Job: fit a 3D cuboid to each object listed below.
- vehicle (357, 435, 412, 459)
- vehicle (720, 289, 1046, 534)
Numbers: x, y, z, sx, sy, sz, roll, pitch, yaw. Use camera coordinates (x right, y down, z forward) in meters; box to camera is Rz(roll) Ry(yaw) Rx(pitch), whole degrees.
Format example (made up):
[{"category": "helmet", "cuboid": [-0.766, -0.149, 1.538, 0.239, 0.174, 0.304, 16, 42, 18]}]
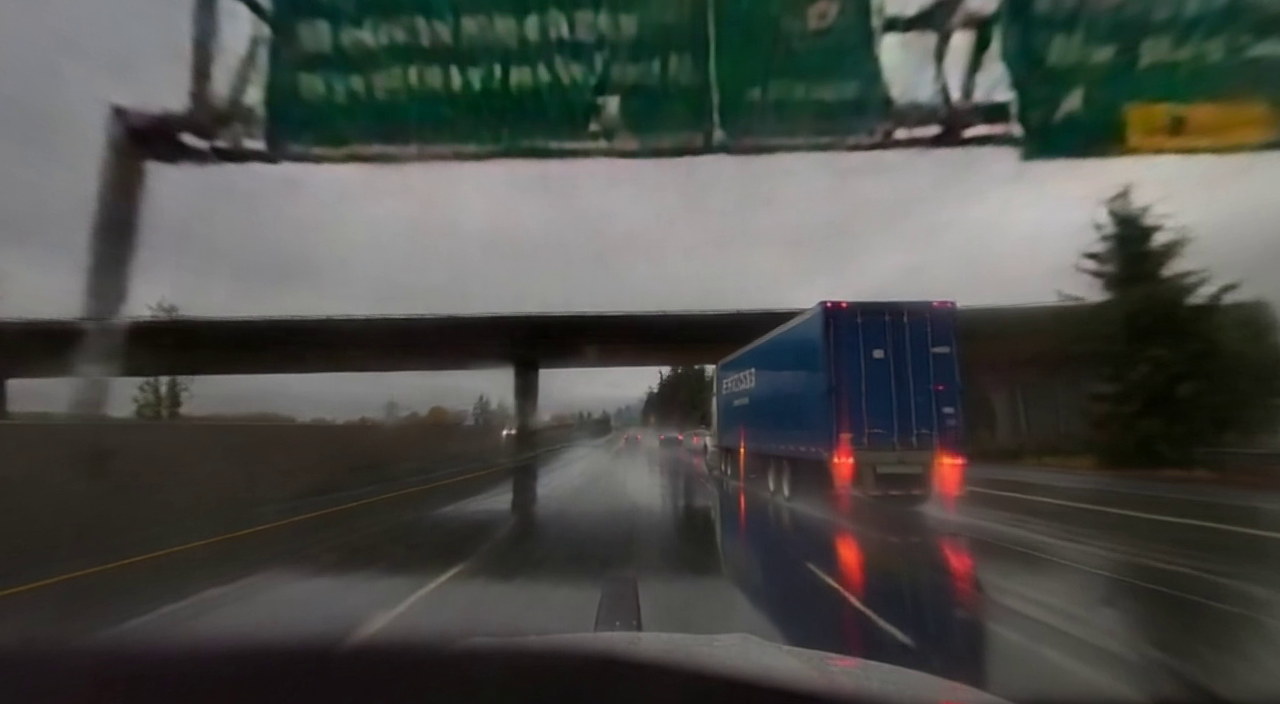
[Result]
[{"category": "vehicle", "cuboid": [-16.532, 6.165, 40.950, 1.870, 1.472, 4.021, 0, -8, 0]}, {"category": "vehicle", "cuboid": [4.018, 1.514, 14.220, 2.849, 3.391, 11.018, 0, -8, -1]}]
